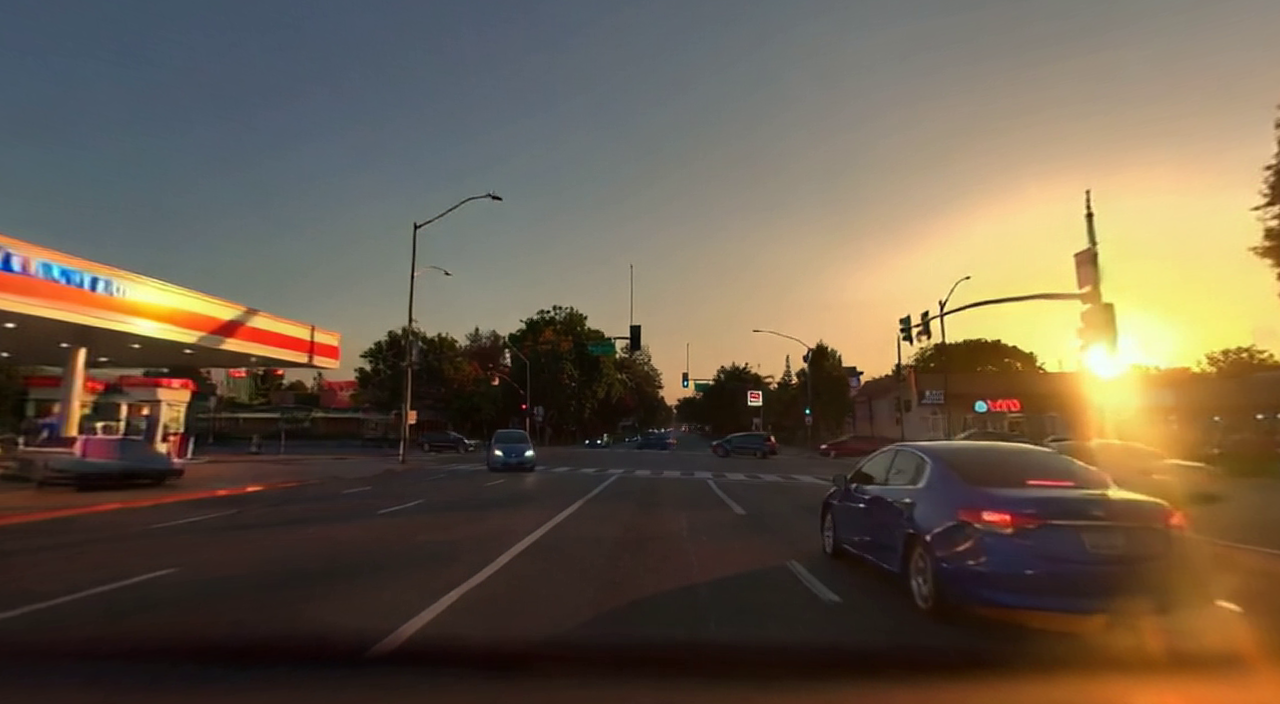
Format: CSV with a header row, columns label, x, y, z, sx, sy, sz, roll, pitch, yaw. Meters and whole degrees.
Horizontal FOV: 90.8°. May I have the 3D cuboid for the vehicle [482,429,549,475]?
label,x,y,z,sx,sy,sz,roll,pitch,yaw
vehicle,-5.216,4.085,26.000,2.196,1.696,4.484,2,-9,-17

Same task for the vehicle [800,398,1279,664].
label,x,y,z,sx,sy,sz,roll,pitch,yaw
vehicle,3.031,1.366,5.933,1.995,1.525,4.392,-1,-8,2

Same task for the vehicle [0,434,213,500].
label,x,y,z,sx,sy,sz,roll,pitch,yaw
vehicle,-14.207,2.936,16.541,1.854,1.501,4.561,-7,-11,37

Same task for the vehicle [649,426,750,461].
label,x,y,z,sx,sy,sz,roll,pitch,yaw
vehicle,3.184,4.994,34.296,5.107,1.775,1.992,-5,-10,31

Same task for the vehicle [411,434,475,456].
label,x,y,z,sx,sy,sz,roll,pitch,yaw
vehicle,-14.226,6.732,45.507,4.806,1.482,1.862,-6,-10,35
